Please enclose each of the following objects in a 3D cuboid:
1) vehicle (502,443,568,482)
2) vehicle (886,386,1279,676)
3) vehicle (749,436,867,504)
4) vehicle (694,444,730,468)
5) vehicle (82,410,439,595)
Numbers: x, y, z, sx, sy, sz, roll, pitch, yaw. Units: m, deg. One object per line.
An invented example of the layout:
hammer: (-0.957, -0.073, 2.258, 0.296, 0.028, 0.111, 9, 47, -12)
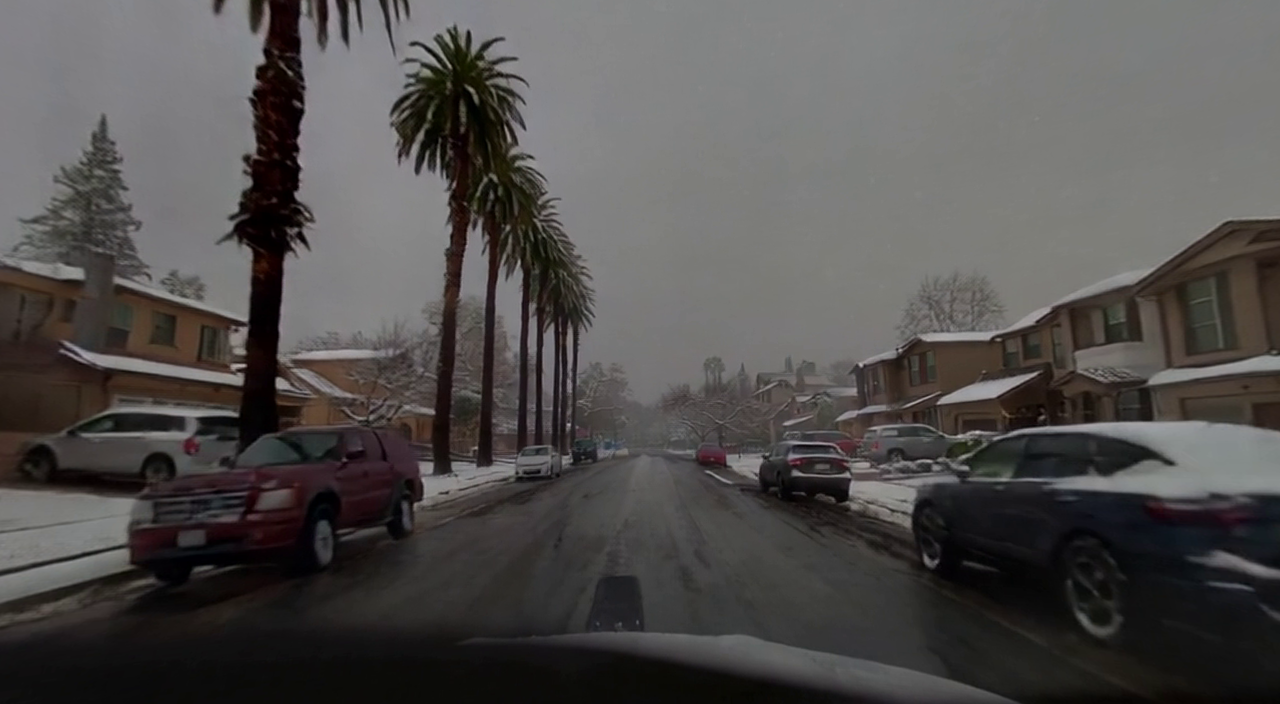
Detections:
vehicle: (-4.326, 4.674, 26.825, 2.080, 1.479, 4.531, 0, -10, -1)
vehicle: (4.127, 1.345, 5.840, 2.072, 1.685, 4.160, 0, -8, 1)
vehicle: (4.301, 3.080, 16.936, 1.987, 1.567, 4.112, 0, -8, 0)
vehicle: (4.725, 6.916, 42.114, 1.867, 1.480, 4.678, 0, -8, 1)
vehicle: (-4.582, 1.802, 8.798, 2.147, 1.823, 4.725, 0, -7, -2)
